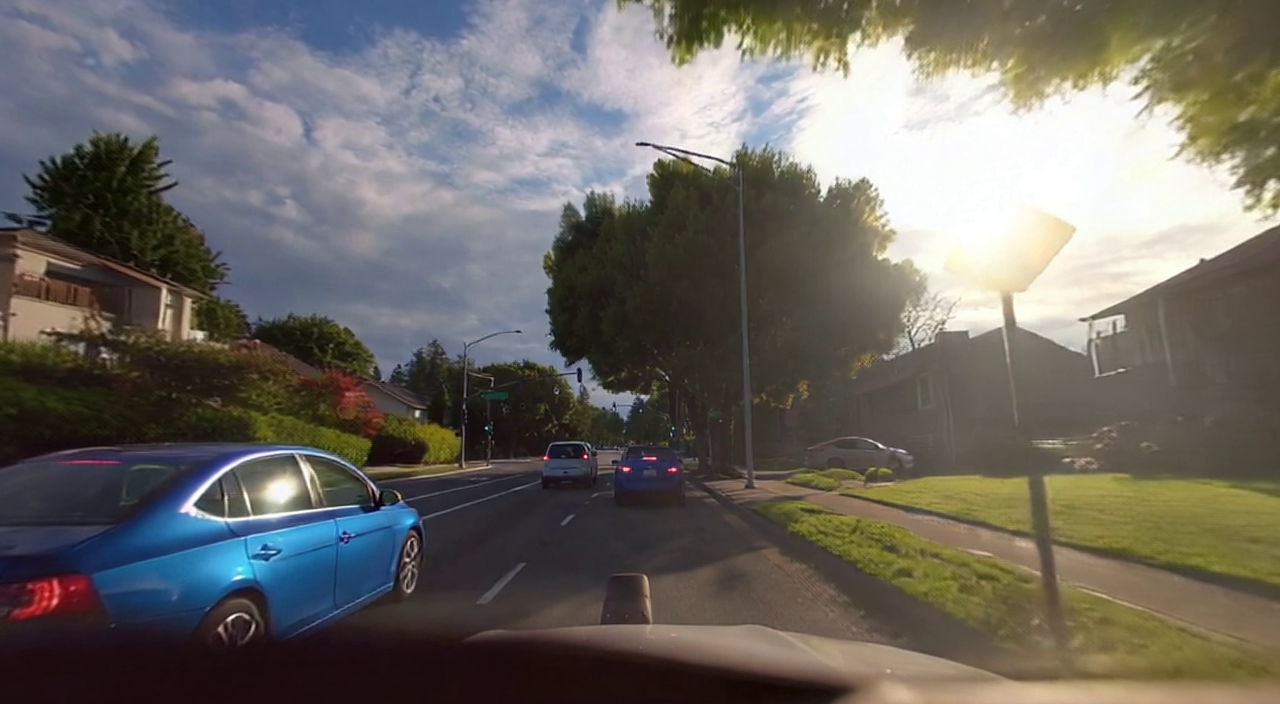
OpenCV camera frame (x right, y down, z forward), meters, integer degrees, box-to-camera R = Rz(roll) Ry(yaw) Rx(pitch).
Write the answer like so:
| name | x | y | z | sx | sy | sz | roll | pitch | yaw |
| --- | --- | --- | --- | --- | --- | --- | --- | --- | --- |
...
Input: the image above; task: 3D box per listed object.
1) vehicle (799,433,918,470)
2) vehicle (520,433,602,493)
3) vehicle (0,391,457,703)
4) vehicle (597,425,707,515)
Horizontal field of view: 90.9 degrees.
| name | x | y | z | sx | sy | sz | roll | pitch | yaw |
| --- | --- | --- | --- | --- | --- | --- | --- | --- | --- |
| vehicle | 9.360 | 4.309 | 27.287 | 4.456 | 1.504 | 1.914 | 0 | -8 | 1 |
| vehicle | -2.437 | 3.548 | 20.538 | 2.000 | 1.737 | 4.133 | 0 | -8 | 2 |
| vehicle | -2.837 | 1.138 | 3.731 | 1.968 | 1.472 | 4.685 | 0 | -8 | 2 |
| vehicle | 0.244 | 2.574 | 14.195 | 2.120 | 1.718 | 3.909 | 0 | -8 | 0 |
